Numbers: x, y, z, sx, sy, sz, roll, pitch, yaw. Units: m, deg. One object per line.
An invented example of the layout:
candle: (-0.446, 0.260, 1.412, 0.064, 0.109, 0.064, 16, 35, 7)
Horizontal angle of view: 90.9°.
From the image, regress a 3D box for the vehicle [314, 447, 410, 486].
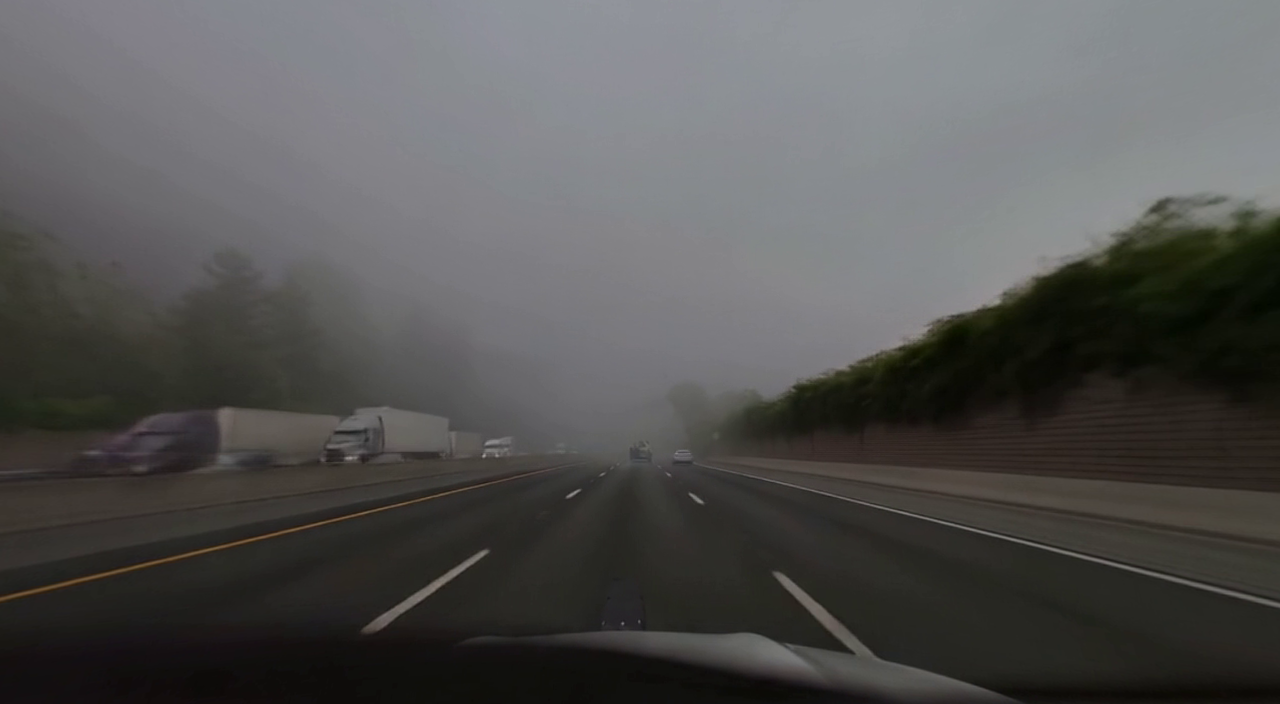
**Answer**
vehicle: (-11.932, 4.922, 27.410, 2.113, 1.531, 4.402, 0, -9, 0)

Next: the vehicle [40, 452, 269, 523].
vehicle: (-11.687, 3.251, 15.716, 2.050, 1.464, 4.553, 0, -9, 1)

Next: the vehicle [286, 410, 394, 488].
vehicle: (-16.315, 5.343, 34.831, 2.963, 3.892, 5.814, 0, -9, 0)

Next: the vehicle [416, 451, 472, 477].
vehicle: (-11.773, 6.742, 38.125, 1.955, 1.460, 4.296, 0, -9, 0)
